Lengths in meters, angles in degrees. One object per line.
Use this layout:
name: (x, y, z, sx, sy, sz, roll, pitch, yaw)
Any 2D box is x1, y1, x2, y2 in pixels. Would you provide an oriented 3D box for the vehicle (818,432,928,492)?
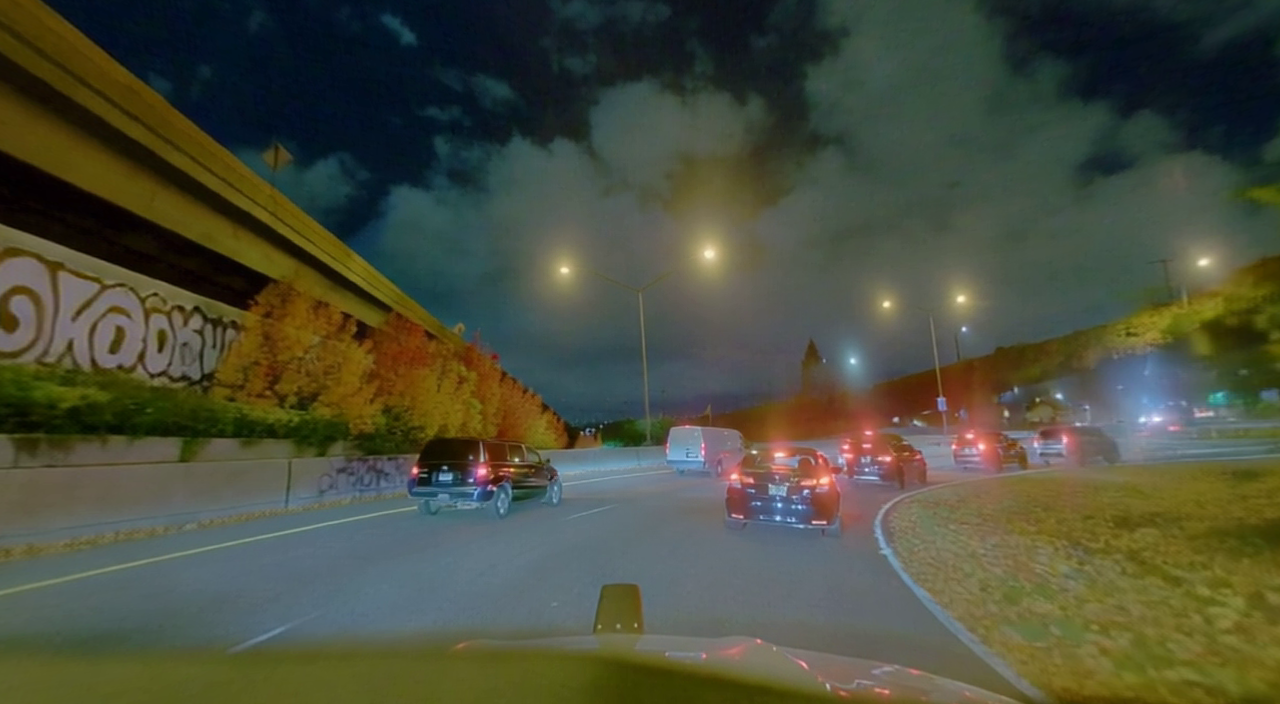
vehicle: (7.006, 3.212, 18.561, 1.830, 1.519, 4.253, -7, -11, 36)

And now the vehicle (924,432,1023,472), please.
vehicle: (13.358, 3.994, 25.037, 3.902, 1.446, 1.780, 6, -11, -34)

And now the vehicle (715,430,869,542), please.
vehicle: (2.765, 2.185, 10.785, 2.064, 1.515, 3.722, -4, -10, 20)

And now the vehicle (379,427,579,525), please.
vehicle: (-2.878, 2.337, 12.283, 1.921, 1.554, 4.081, -3, -9, 16)

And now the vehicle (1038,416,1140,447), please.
vehicle: (24.382, 4.338, 34.095, 4.309, 1.613, 1.909, 1, -9, -10)

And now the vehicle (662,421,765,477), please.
vehicle: (2.758, 3.544, 22.866, 1.835, 1.825, 4.005, -8, -12, 39)

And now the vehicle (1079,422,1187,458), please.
vehicle: (22.171, 4.001, 28.200, 3.934, 1.485, 1.763, 3, -10, -17)
